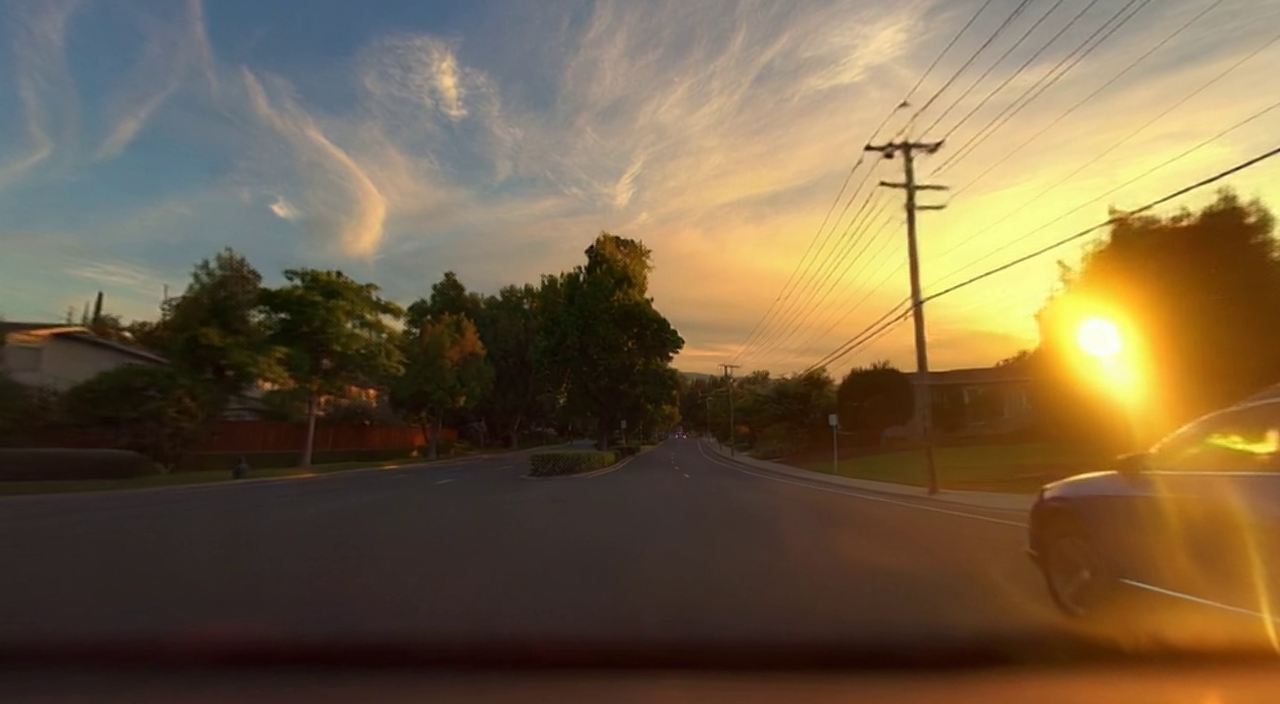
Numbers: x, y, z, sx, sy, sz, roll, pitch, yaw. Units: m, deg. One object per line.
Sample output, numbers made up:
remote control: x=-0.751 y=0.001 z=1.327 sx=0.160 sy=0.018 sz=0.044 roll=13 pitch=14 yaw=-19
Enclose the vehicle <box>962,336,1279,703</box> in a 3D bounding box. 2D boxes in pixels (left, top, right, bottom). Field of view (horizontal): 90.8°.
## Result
vehicle: x=3.949 y=0.870 z=3.122 sx=2.193 sy=1.777 sz=4.772 roll=0 pitch=-9 yaw=0
